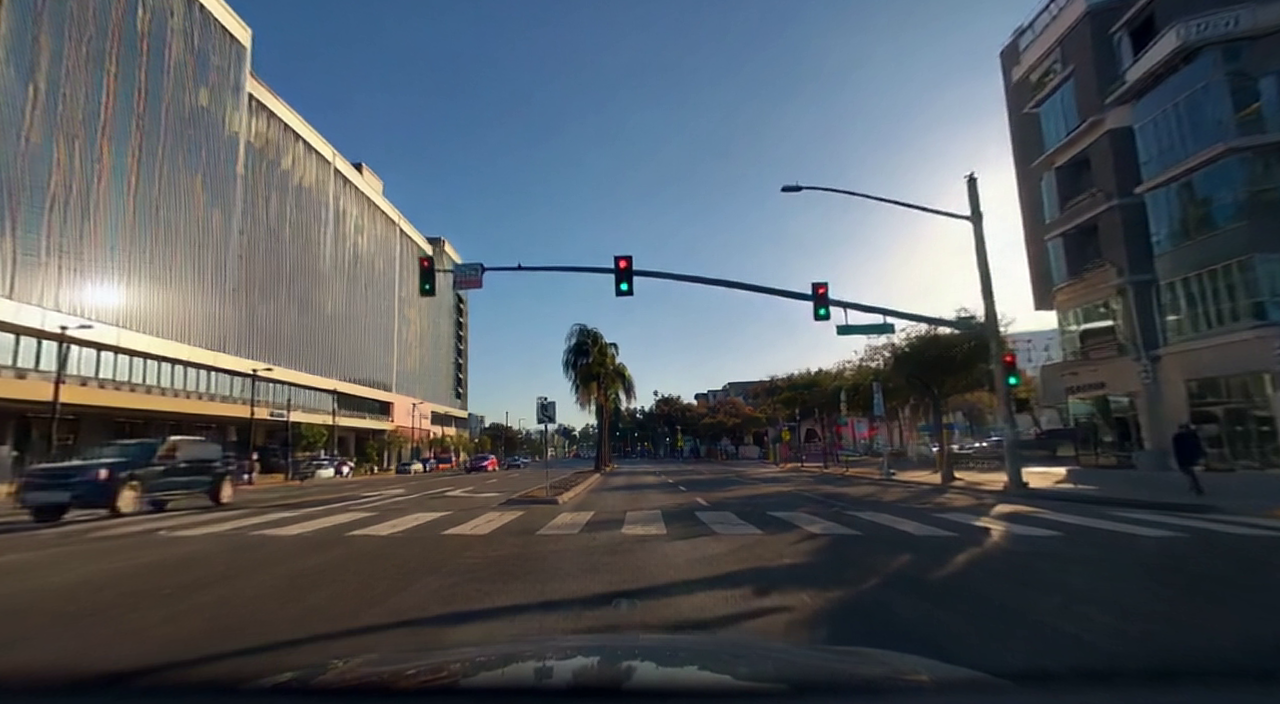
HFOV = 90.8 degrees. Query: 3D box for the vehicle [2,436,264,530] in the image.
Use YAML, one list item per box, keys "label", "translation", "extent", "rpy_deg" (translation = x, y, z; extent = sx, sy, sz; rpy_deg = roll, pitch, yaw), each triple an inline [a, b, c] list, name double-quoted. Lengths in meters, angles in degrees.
- label: "vehicle"
  translation: [-12.860, 3.314, 16.767]
  extent: [2.268, 2.016, 5.632]
  rpy_deg: [0, -9, 0]
